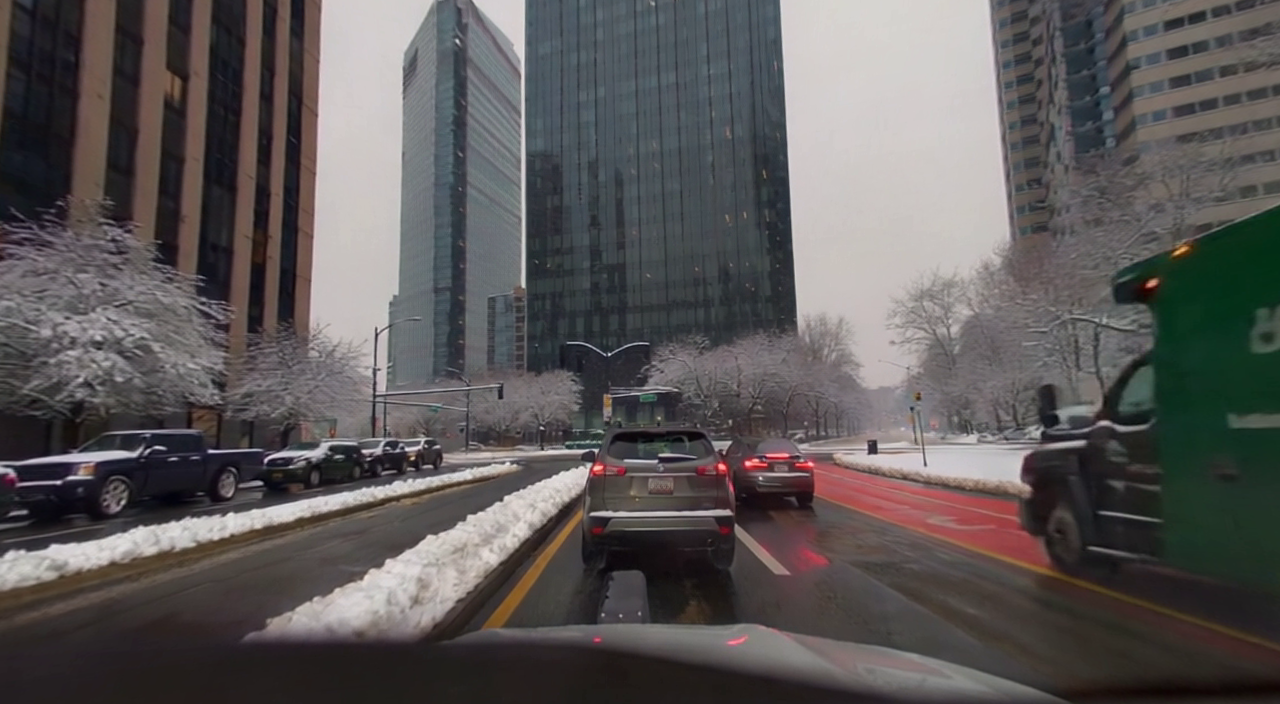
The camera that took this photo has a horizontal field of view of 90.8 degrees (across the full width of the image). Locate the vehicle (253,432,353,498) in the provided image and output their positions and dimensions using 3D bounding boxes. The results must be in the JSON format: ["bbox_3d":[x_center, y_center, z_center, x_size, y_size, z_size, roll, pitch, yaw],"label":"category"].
[{"bbox_3d":[-10.954,3.658,20.810,1.559,1.973,3.419,1,-8,-4],"label":"vehicle"}]

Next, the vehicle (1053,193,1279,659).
[{"bbox_3d":[5.792,0.280,2.733,3.113,3.116,7.650,-1,-8,3],"label":"vehicle"}]

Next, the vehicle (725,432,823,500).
[{"bbox_3d":[3.878,3.392,19.217,2.143,1.793,4.763,0,-8,3],"label":"vehicle"}]

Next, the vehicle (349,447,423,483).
[{"bbox_3d":[-11.221,4.986,28.193,1.791,1.463,4.210,0,-8,-4],"label":"vehicle"}]

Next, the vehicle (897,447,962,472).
[{"bbox_3d":[22.498,8.344,49.182,4.211,1.820,2.094,-6,-10,33],"label":"vehicle"}]

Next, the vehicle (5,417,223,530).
[{"bbox_3d":[-10.325,2.370,12.798,1.543,1.946,3.454,1,-8,-5],"label":"vehicle"}]

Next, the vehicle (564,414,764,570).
[{"bbox_3d":[0.327,1.844,9.085,2.192,1.695,4.142,0,-8,2],"label":"vehicle"}]

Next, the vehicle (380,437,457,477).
[{"bbox_3d":[-11.646,5.552,33.714,2.338,1.963,5.740,0,-8,-3],"label":"vehicle"}]

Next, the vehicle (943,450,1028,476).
[{"bbox_3d":[24.157,7.723,44.217,4.956,1.706,1.822,-6,-10,34],"label":"vehicle"}]
